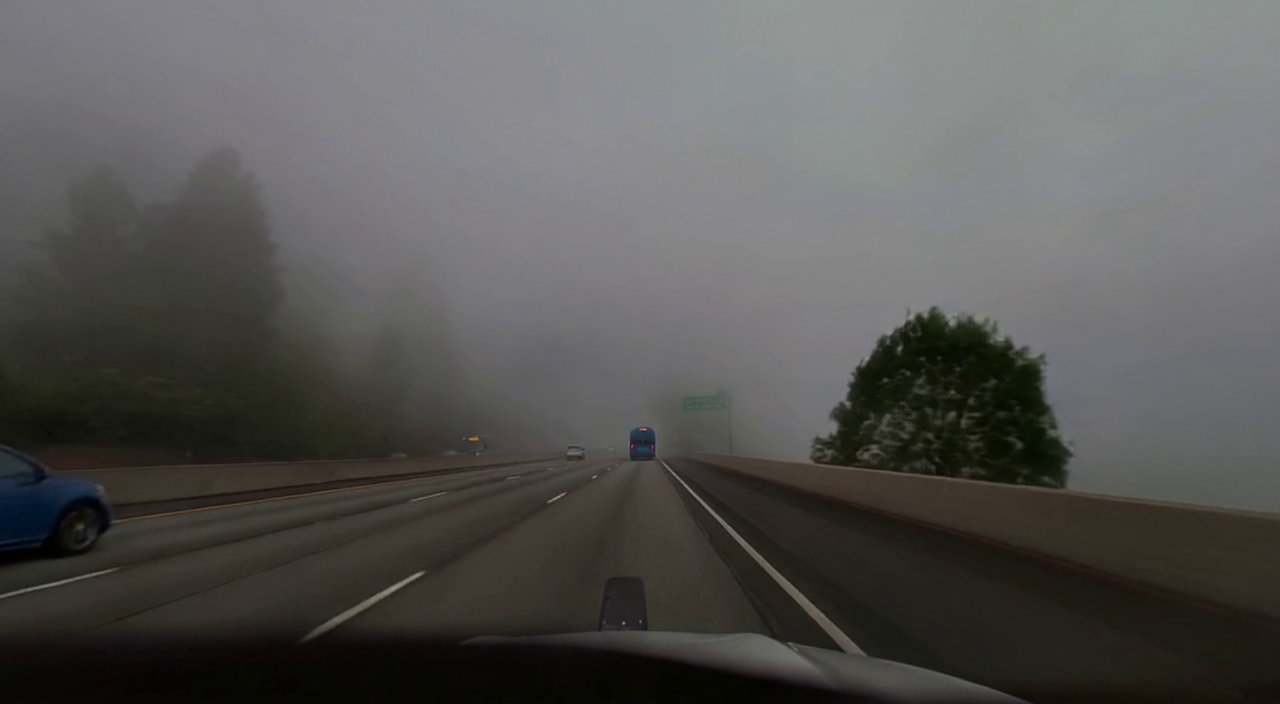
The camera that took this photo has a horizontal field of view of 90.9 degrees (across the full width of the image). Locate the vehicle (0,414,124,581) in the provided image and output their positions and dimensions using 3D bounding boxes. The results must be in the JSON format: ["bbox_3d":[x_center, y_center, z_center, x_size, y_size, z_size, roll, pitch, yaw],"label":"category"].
[{"bbox_3d":[-7.547,1.350,5.503,2.080,1.674,4.660,0,-8,1],"label":"vehicle"}]
